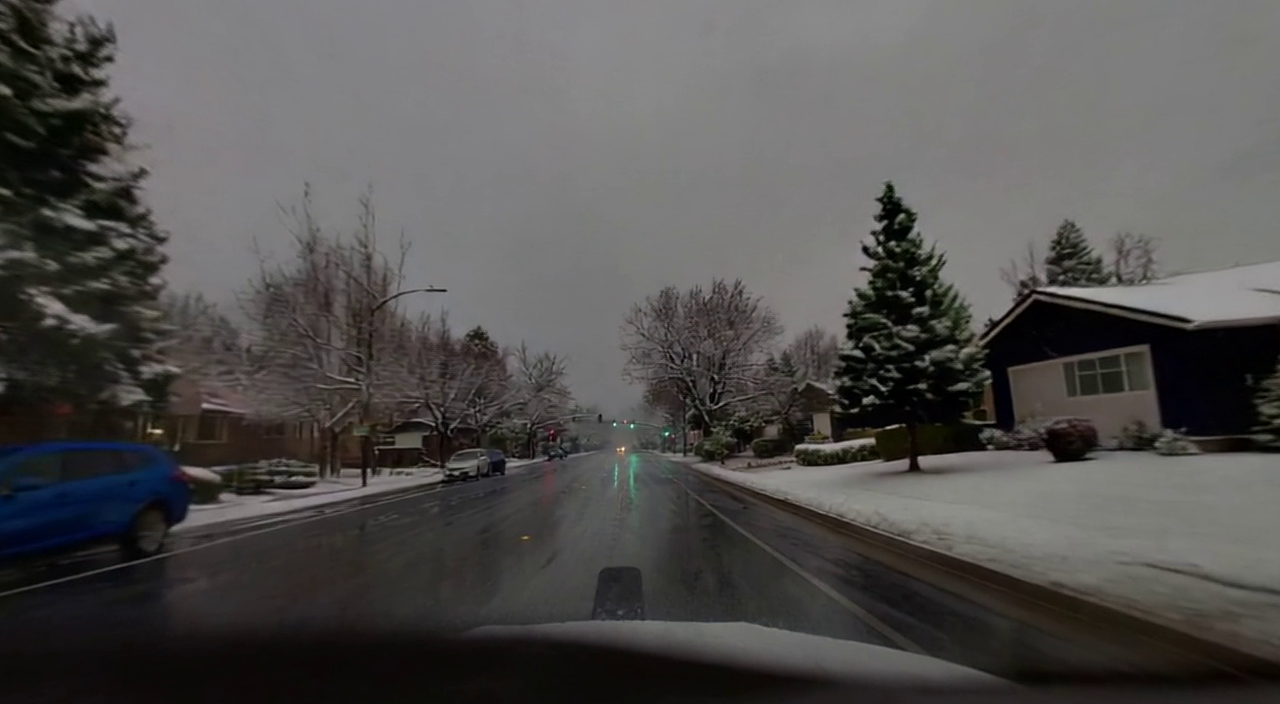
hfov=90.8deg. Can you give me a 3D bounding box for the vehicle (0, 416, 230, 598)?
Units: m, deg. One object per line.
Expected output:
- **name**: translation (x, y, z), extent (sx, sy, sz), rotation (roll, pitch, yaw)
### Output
- **vehicle**: translation (-7.614, 1.826, 7.860), extent (2.209, 1.807, 4.432), rotation (-2, -8, -3)

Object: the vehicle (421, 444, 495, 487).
- **vehicle**: translation (-8.293, 5.163, 29.203), extent (2.130, 1.692, 4.544), rotation (-2, -8, 0)
